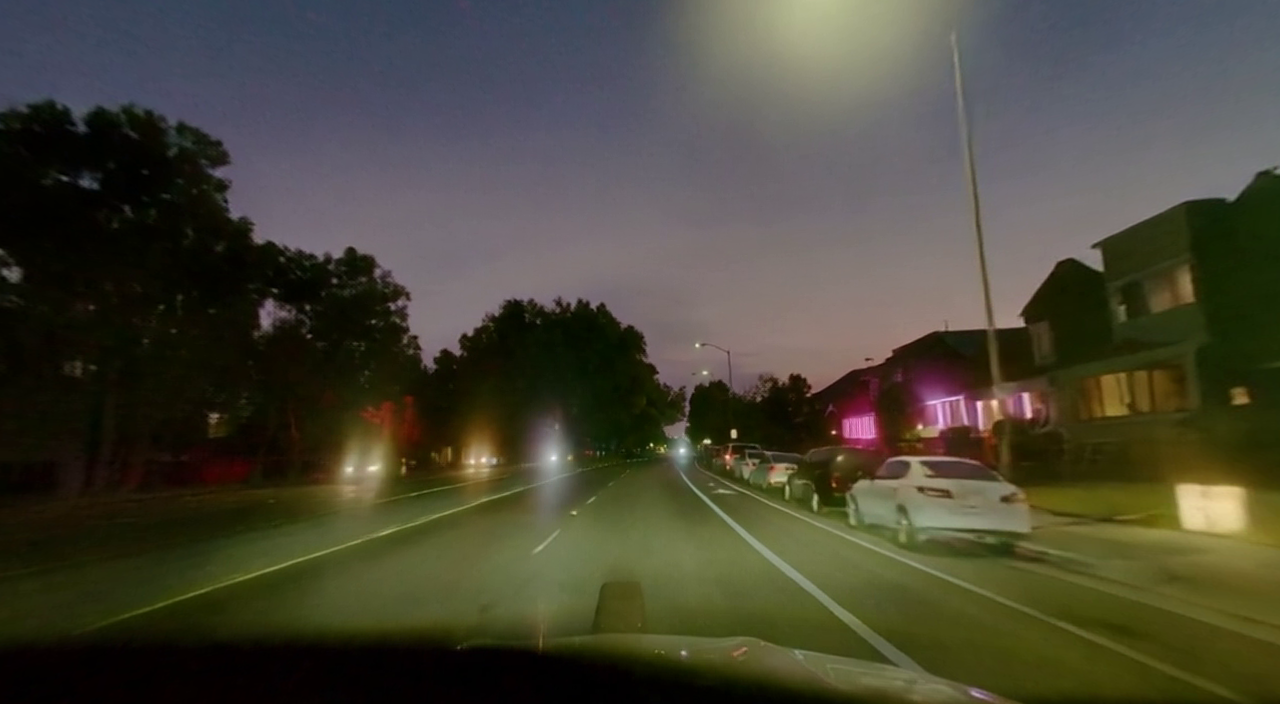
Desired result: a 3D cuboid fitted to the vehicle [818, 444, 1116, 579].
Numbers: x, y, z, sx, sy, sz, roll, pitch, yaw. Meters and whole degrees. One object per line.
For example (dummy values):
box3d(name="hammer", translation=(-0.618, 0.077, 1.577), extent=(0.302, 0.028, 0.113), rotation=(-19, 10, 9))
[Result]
box3d(name="vehicle", translation=(4.174, 2.059, 9.162), extent=(1.833, 1.399, 4.727), rotation=(0, -8, 1))

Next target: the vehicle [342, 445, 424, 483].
box3d(name="vehicle", translation=(-12.817, 5.582, 31.821), extent=(2.045, 1.712, 4.511), rotation=(-1, -8, 3))
